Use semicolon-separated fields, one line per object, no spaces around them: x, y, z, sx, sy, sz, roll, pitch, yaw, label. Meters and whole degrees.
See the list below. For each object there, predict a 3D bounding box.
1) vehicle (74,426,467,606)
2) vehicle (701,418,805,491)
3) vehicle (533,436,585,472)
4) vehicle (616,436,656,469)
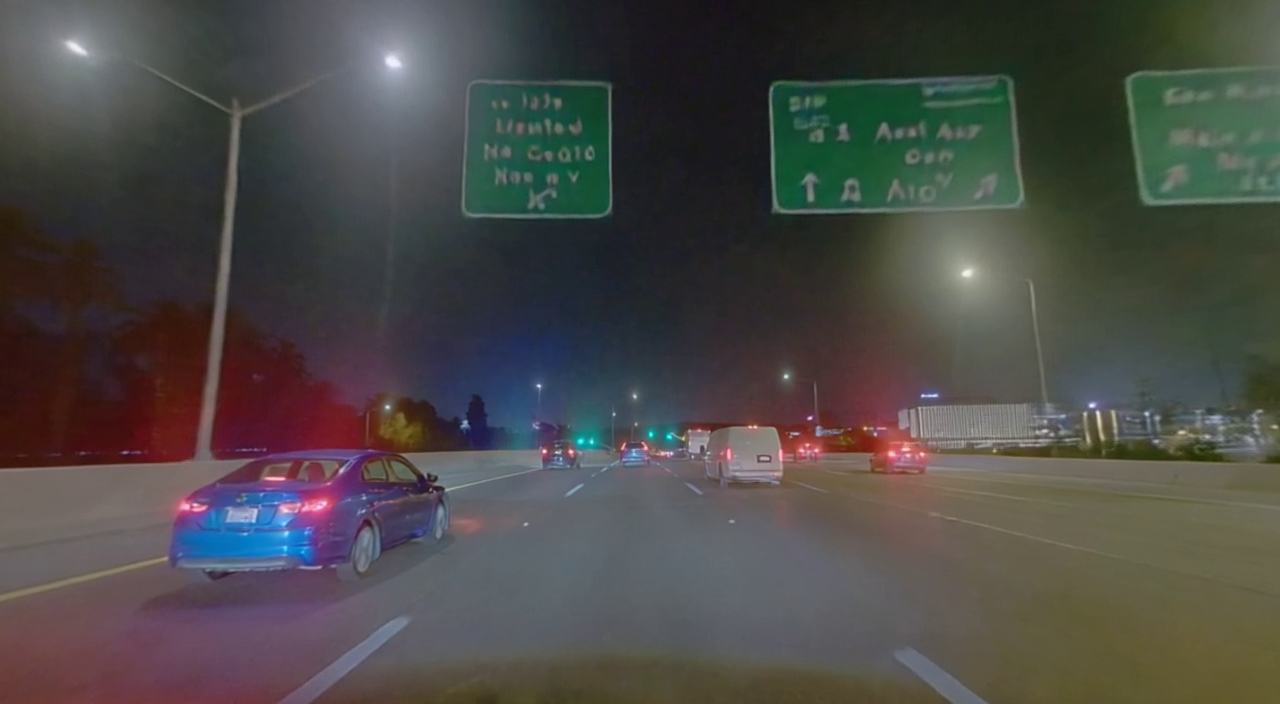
-3.649;1.688;7.451;1.991;1.469;4.381;0;-9;0;vehicle
3.562;3.406;21.219;2.250;2.074;5.723;0;-9;-2;vehicle
-4.175;5.380;33.458;2.109;1.793;4.613;0;-9;0;vehicle
-0.262;5.835;36.630;2.212;1.786;4.198;0;-9;-1;vehicle
